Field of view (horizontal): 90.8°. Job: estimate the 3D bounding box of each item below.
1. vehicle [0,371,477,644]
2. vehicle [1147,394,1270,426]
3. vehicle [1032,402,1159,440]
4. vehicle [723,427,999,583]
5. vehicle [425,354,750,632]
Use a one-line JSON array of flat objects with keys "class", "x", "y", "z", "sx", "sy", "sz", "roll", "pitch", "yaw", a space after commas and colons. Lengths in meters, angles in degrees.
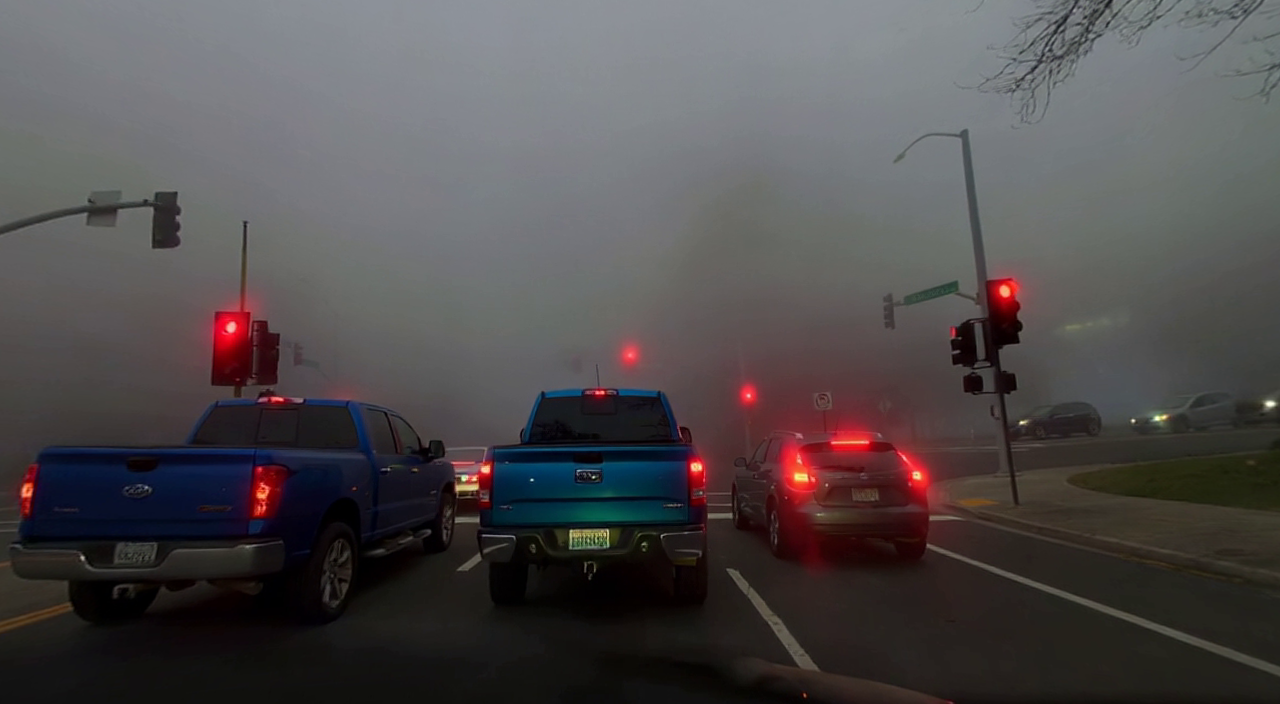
[{"class": "vehicle", "x": -3.469, "y": 1.423, "z": 6.901, "sx": 2.146, "sy": 1.828, "sz": 5.148, "roll": 0, "pitch": -9, "yaw": -2}, {"class": "vehicle", "x": 29.298, "y": 3.034, "z": 32.658, "sx": 4.540, "sy": 1.543, "sz": 1.803, "roll": 0, "pitch": -9, "yaw": 0}, {"class": "vehicle", "x": 23.278, "y": 3.584, "z": 32.475, "sx": 4.721, "sy": 1.866, "sz": 2.188, "roll": 0, "pitch": -9, "yaw": 2}, {"class": "vehicle", "x": 2.421, "y": 1.806, "z": 8.313, "sx": 2.016, "sy": 1.481, "sz": 4.336, "roll": 0, "pitch": -9, "yaw": -1}, {"class": "vehicle", "x": -0.403, "y": 1.316, "z": 6.770, "sx": 2.282, "sy": 1.964, "sz": 4.421, "roll": 0, "pitch": -9, "yaw": -1}]
